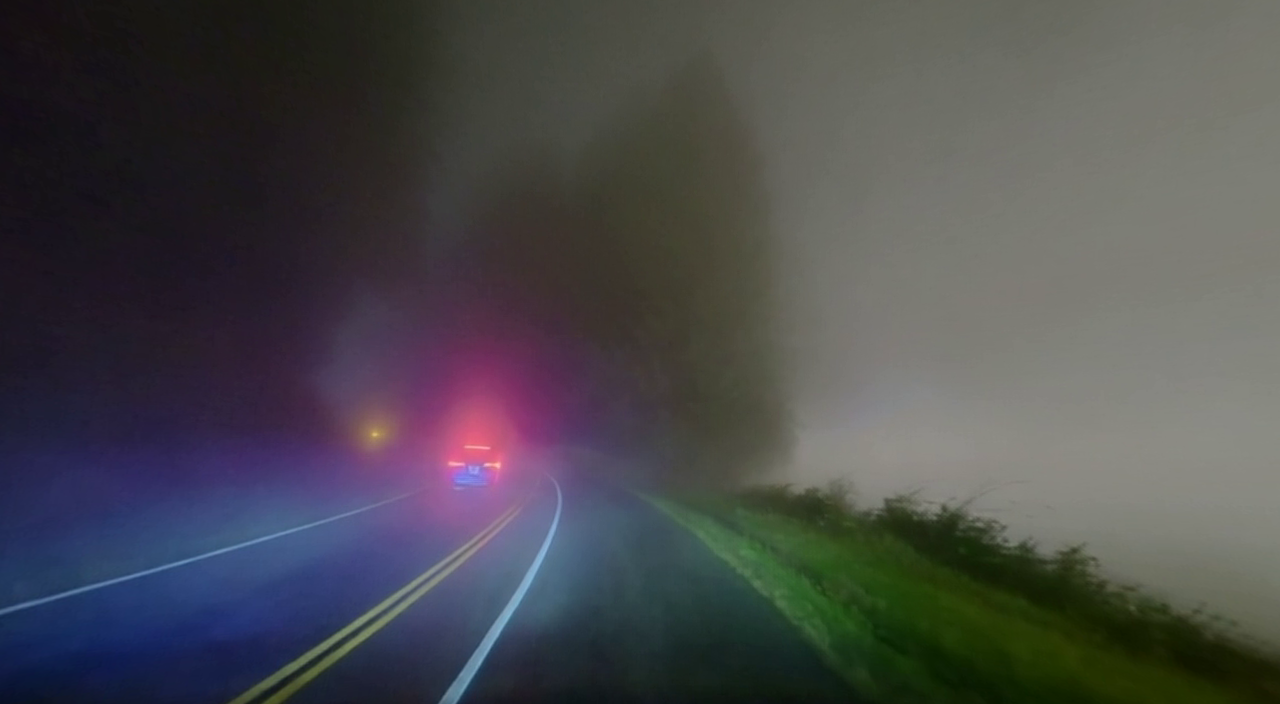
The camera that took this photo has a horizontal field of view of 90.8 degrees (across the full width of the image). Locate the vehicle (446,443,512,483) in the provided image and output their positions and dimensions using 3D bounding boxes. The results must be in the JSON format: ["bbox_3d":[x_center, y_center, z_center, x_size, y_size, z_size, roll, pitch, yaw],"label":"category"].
[{"bbox_3d":[-6.517,4.512,26.059,2.042,1.483,4.288,1,-9,-7],"label":"vehicle"}]
